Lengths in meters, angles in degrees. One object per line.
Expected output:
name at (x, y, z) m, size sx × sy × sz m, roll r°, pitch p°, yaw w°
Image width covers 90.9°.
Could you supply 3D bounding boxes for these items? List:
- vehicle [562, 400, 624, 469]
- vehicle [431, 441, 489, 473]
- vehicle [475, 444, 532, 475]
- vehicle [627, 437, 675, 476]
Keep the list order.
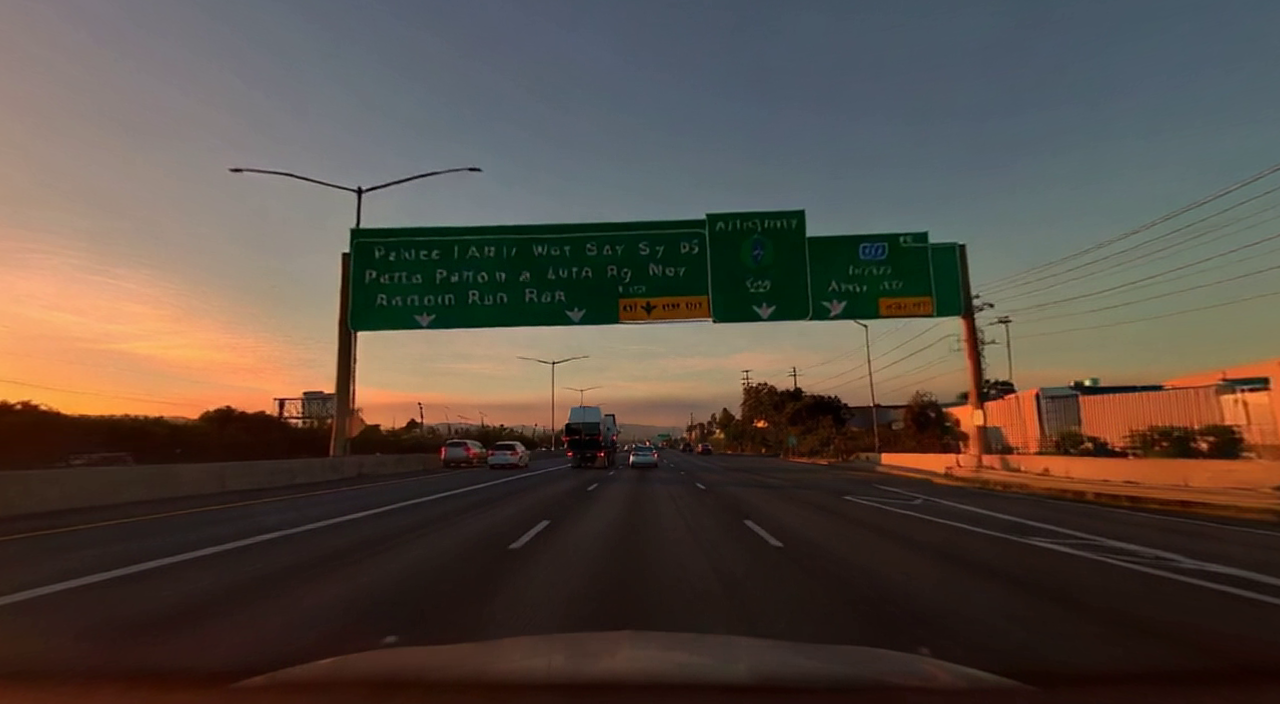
vehicle at (-3.161, 6.355, 47.757) m, size 2.888 × 4.308 × 16.259 m, roll 0°, pitch -8°, yaw 2°
vehicle at (-10.220, 5.960, 36.136) m, size 1.997 × 1.692 × 4.294 m, roll 0°, pitch -8°, yaw 1°
vehicle at (-7.037, 5.565, 32.908) m, size 1.945 × 1.482 × 4.109 m, roll 0°, pitch -8°, yaw 2°
vehicle at (0.536, 5.331, 32.458) m, size 2.279 × 1.837 × 4.747 m, roll 0°, pitch -8°, yaw 1°
